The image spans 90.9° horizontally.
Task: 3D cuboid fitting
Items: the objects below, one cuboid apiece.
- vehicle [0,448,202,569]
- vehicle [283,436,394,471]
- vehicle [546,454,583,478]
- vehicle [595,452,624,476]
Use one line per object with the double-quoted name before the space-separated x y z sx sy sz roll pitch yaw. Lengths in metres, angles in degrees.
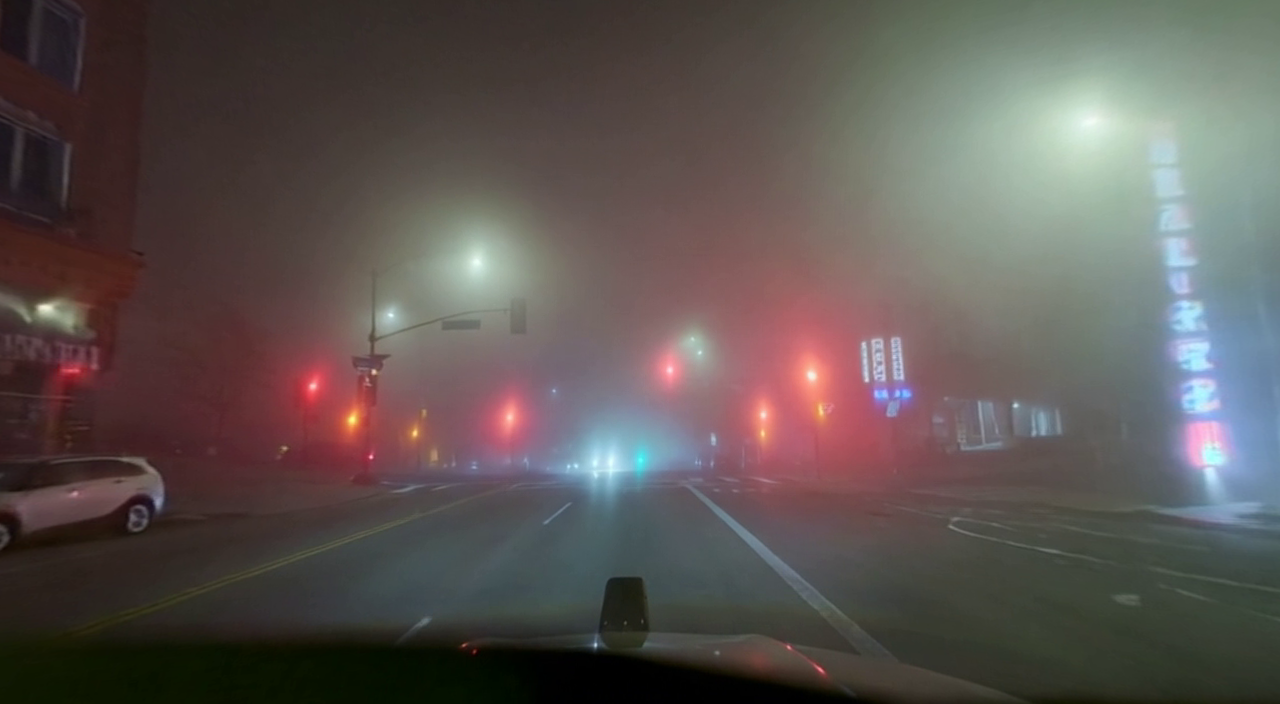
"vehicle" -9.320 2.278 9.739 1.908 1.529 4.522 0 -8 -1
"vehicle" -17.587 5.933 36.969 5.376 1.994 2.196 0 -8 2
"vehicle" -5.774 8.763 48.675 2.167 1.643 4.518 -1 -8 2
"vehicle" -2.302 8.612 48.669 1.981 1.625 4.399 0 -8 0
